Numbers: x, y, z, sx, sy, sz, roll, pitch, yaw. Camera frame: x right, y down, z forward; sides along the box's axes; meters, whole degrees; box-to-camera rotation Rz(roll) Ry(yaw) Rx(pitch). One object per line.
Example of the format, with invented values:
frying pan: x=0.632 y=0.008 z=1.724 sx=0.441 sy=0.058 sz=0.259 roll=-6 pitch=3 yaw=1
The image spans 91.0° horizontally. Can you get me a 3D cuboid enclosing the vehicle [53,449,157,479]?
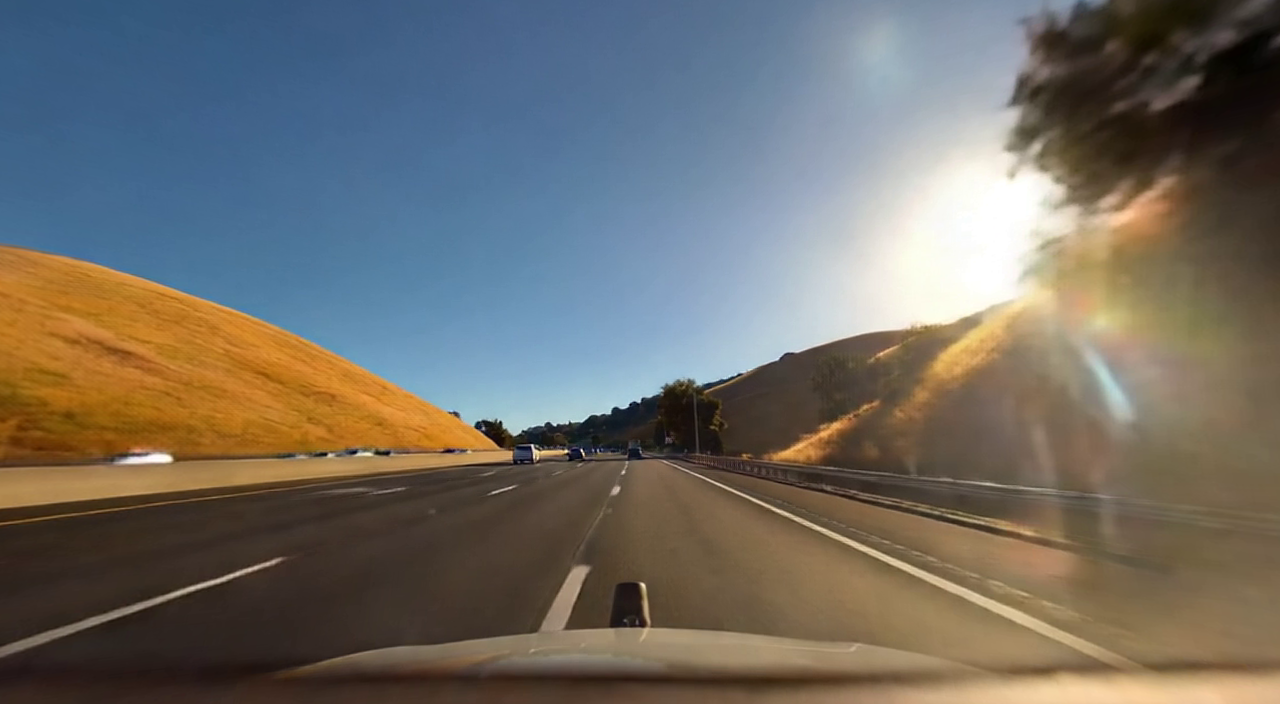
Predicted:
vehicle: x=-31.677 y=6.603 z=37.535 sx=1.976 sy=1.626 sz=4.919 roll=0 pitch=-9 yaw=-2
